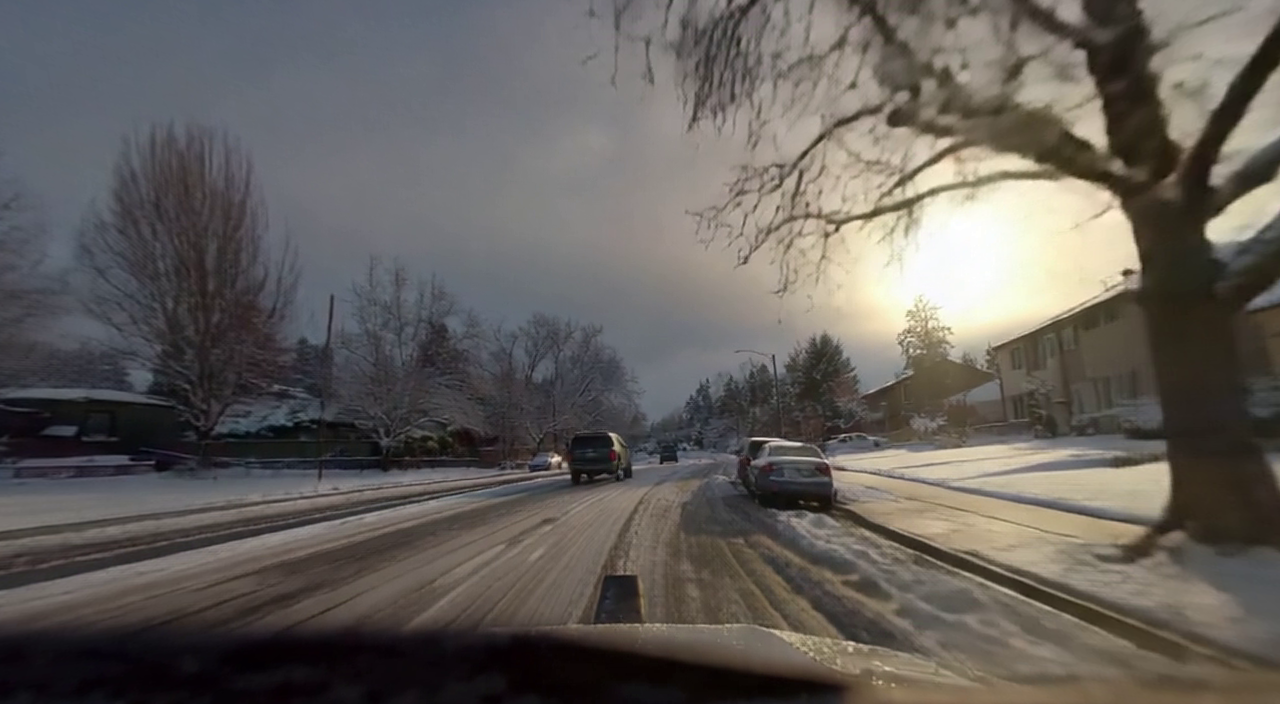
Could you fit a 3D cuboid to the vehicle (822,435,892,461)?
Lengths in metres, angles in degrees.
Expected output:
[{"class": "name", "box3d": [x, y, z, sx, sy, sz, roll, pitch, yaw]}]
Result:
[{"class": "vehicle", "box3d": [15.022, 6.671, 43.887, 4.249, 1.550, 1.843, -4, -9, 9]}]

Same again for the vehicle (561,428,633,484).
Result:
[{"class": "vehicle", "box3d": [-1.656, 4.362, 26.629, 2.085, 2.084, 5.133, -1, -9, 7]}]

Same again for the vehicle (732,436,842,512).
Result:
[{"class": "vehicle", "box3d": [3.527, 3.015, 16.069, 2.040, 1.643, 4.446, -1, -9, 5]}]
